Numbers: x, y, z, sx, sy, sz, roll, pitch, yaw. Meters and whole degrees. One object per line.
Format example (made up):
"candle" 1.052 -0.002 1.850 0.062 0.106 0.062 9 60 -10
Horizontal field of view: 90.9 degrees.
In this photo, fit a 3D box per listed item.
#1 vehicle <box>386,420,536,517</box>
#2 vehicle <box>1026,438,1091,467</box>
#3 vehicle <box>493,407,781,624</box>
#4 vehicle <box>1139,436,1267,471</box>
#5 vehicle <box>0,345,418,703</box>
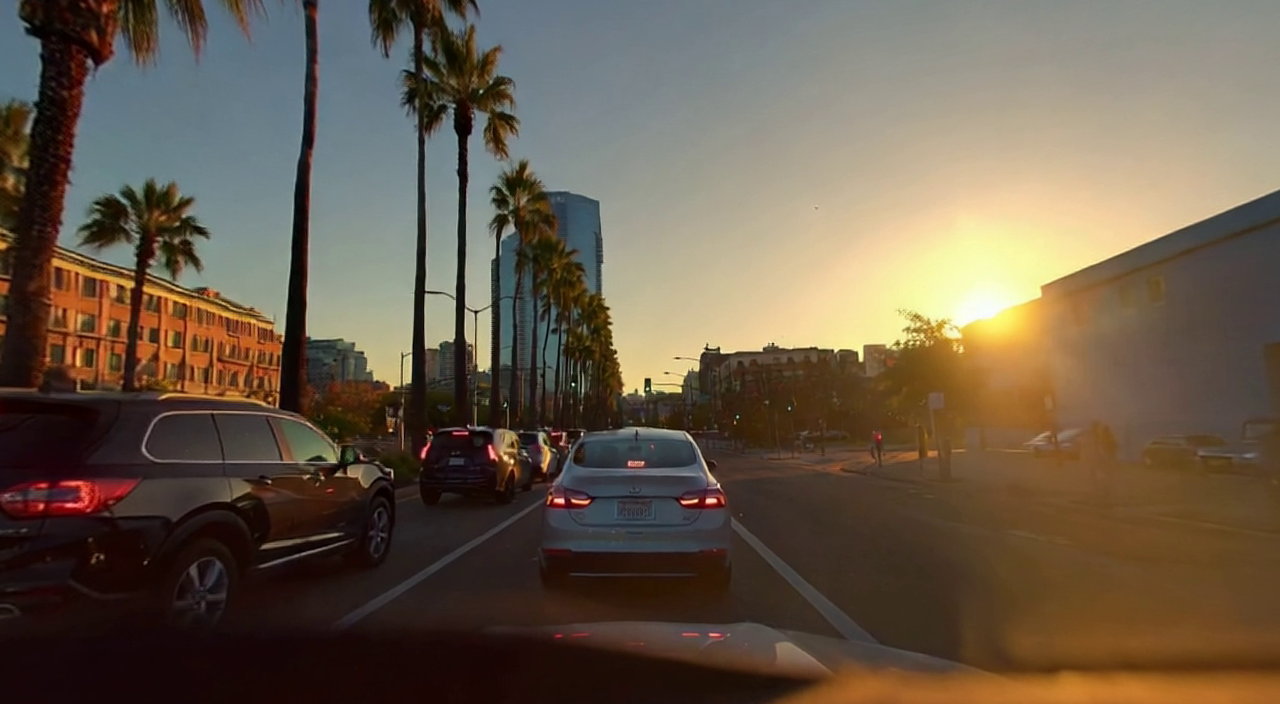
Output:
"vehicle" -3.464 2.346 13.096 1.840 1.684 4.041 0 -9 1
"vehicle" 26.245 6.307 39.650 1.882 1.672 3.957 -2 -9 11
"vehicle" -0.049 1.536 6.869 2.114 1.585 4.285 0 -9 -1
"vehicle" 25.477 4.589 28.642 3.914 1.427 1.779 -2 -8 5
"vehicle" -3.530 1.158 5.081 1.914 1.741 4.398 0 -9 -1
